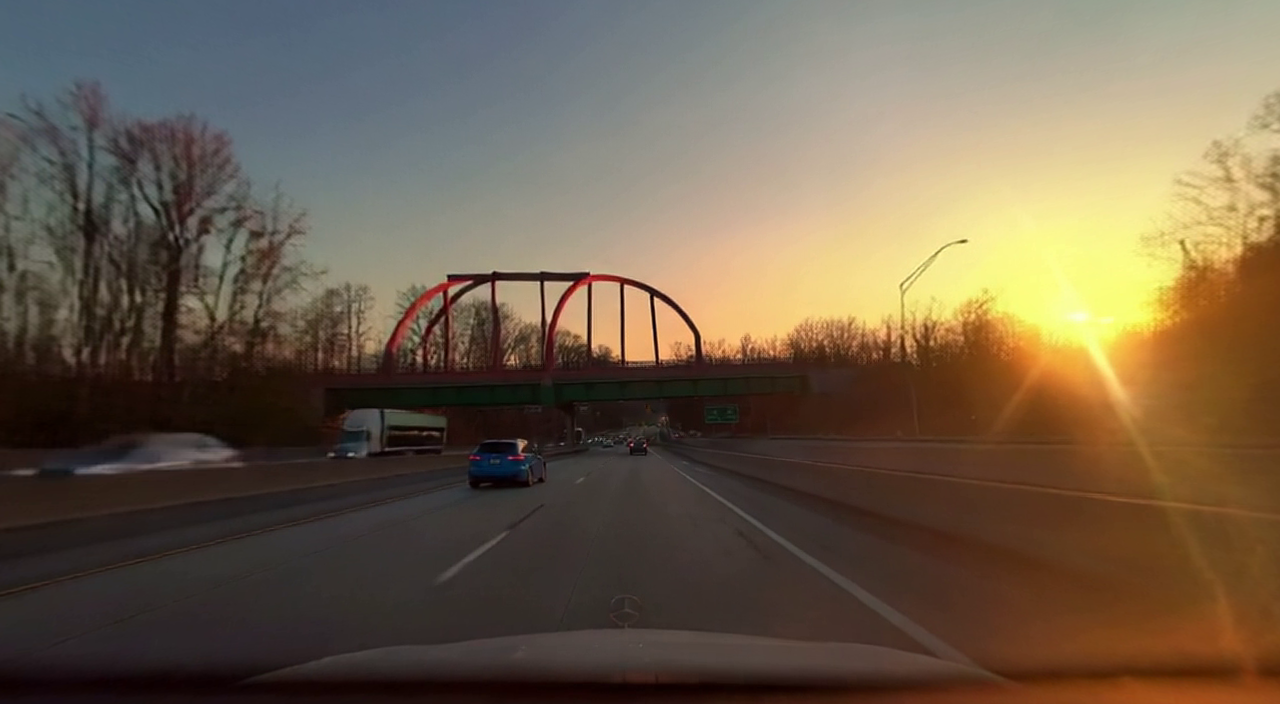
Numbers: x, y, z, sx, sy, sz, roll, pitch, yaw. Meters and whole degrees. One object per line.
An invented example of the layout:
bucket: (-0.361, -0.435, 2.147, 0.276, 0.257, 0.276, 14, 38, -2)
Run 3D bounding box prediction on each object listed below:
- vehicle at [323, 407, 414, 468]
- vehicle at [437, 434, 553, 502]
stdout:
vehicle: (-18.778, 5.994, 43.969, 3.180, 3.898, 7.073, 0, -8, -1)
vehicle: (-3.663, 3.025, 16.776, 2.052, 1.556, 4.405, 0, -9, 0)
